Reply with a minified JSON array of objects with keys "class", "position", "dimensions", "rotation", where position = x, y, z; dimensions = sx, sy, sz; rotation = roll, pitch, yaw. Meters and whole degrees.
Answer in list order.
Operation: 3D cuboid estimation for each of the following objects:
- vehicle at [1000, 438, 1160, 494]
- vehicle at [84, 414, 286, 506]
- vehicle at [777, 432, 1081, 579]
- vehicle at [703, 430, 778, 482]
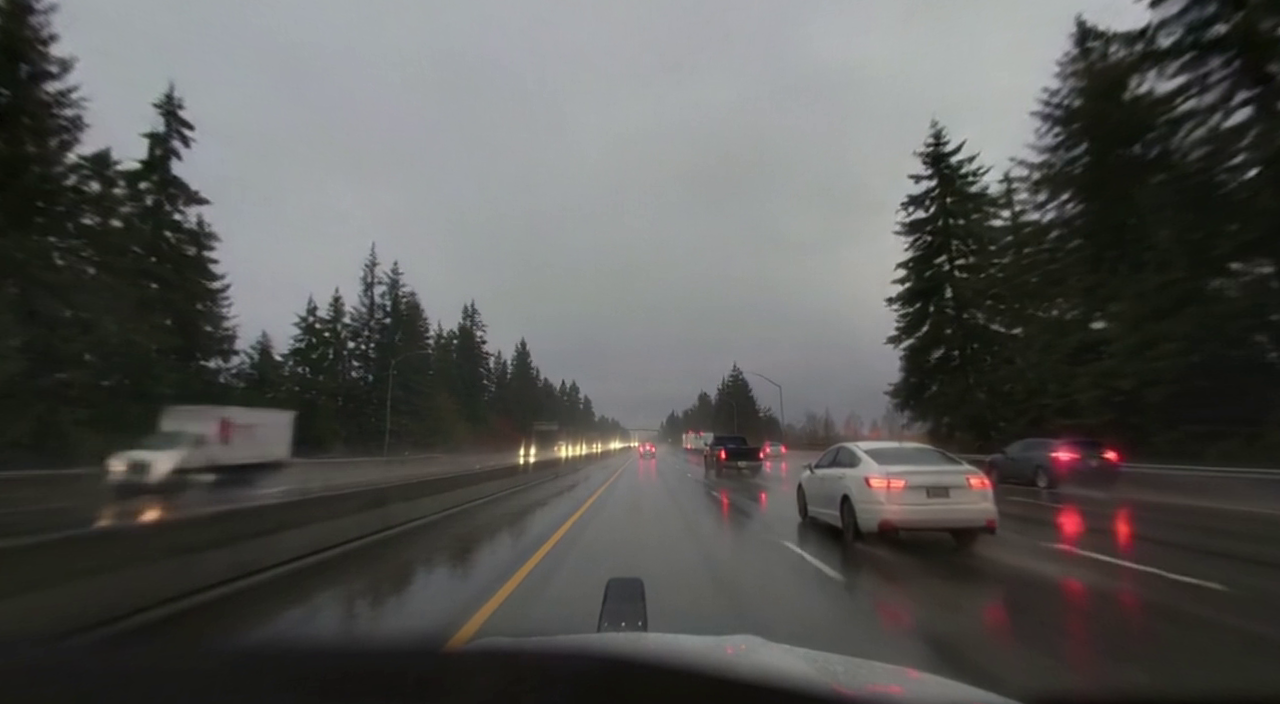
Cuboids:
[{"class":"vehicle","position":[15.136,3.911,22.043],"dimensions":[2.027,1.711,4.963],"rotation":[0,-9,0]},{"class":"vehicle","position":[-14.748,3.534,20.999],"dimensions":[2.305,2.613,5.756],"rotation":[0,-9,0]},{"class":"vehicle","position":[3.429,1.906,8.735],"dimensions":[1.904,1.453,4.789],"rotation":[0,-9,-1]},{"class":"vehicle","position":[4.055,4.312,26.317],"dimensions":[2.206,1.902,5.460],"rotation":[0,-9,0]}]
